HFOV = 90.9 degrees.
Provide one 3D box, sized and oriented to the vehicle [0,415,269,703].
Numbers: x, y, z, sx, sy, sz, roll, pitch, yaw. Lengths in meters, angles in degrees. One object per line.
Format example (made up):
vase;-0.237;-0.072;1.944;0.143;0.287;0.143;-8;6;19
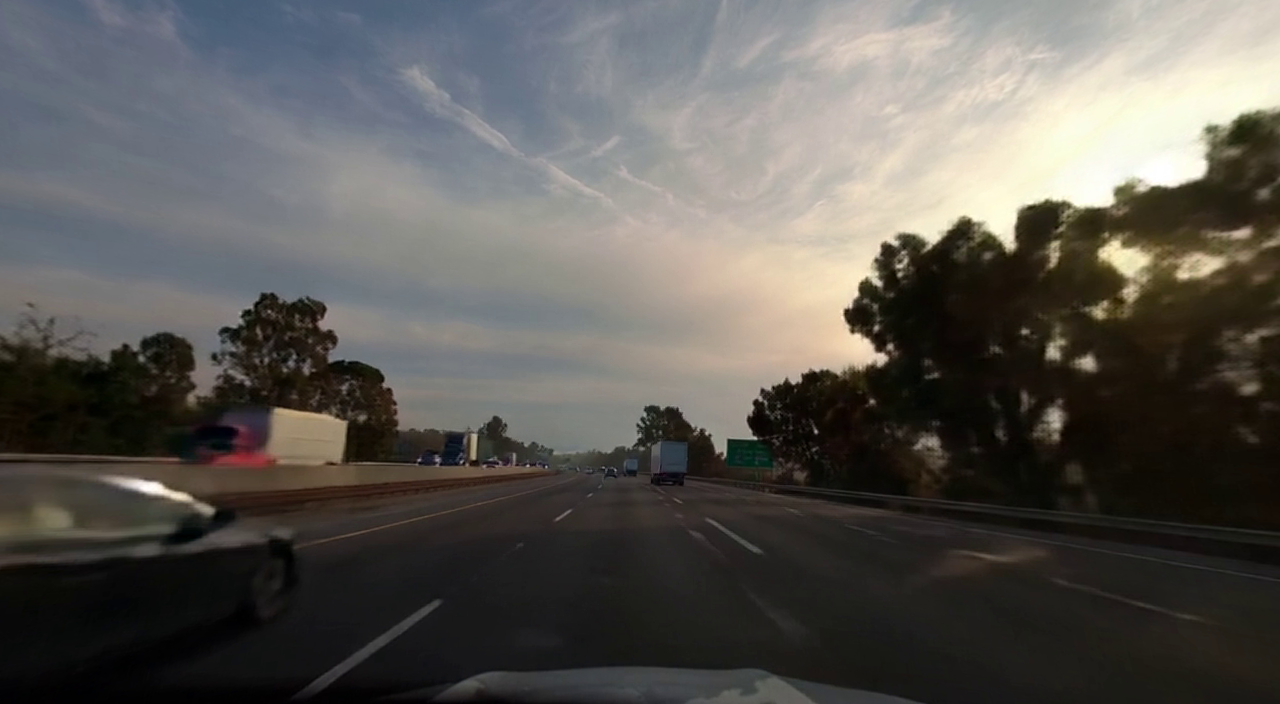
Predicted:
vehicle;-3.865;1.048;2.978;1.868;1.485;3.770;1;-11;0

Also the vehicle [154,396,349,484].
vehicle;-12.002;2.953;20.260;2.336;2.353;6.170;1;-11;-1
